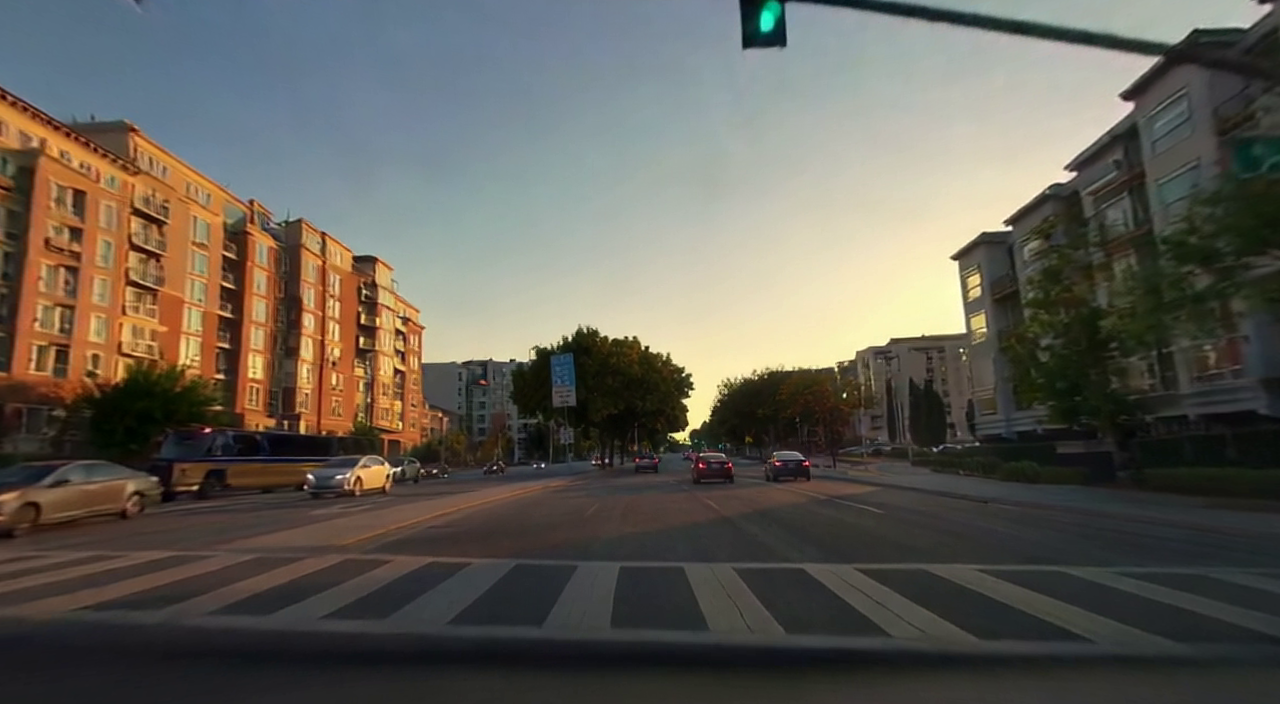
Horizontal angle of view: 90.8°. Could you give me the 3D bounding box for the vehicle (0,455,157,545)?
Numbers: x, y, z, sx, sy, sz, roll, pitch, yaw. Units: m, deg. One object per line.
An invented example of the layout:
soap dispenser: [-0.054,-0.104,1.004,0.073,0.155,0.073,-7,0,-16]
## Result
vehicle: [-11.893,2.741,12.023,2.026,1.478,4.086,-1,-9,3]

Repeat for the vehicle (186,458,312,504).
vehicle: [-14.859,4.896,24.349,1.918,1.485,4.412,-1,-9,2]

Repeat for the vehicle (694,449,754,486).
vehicle: [3.599,5.047,27.949,2.020,1.479,4.650,0,-9,0]

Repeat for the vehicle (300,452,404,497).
vehicle: [-11.391,4.838,25.380,1.919,1.602,4.346,-1,-9,3]

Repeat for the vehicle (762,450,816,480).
vehicle: [8.032,6.108,34.402,1.932,1.439,4.159,0,-9,0]
